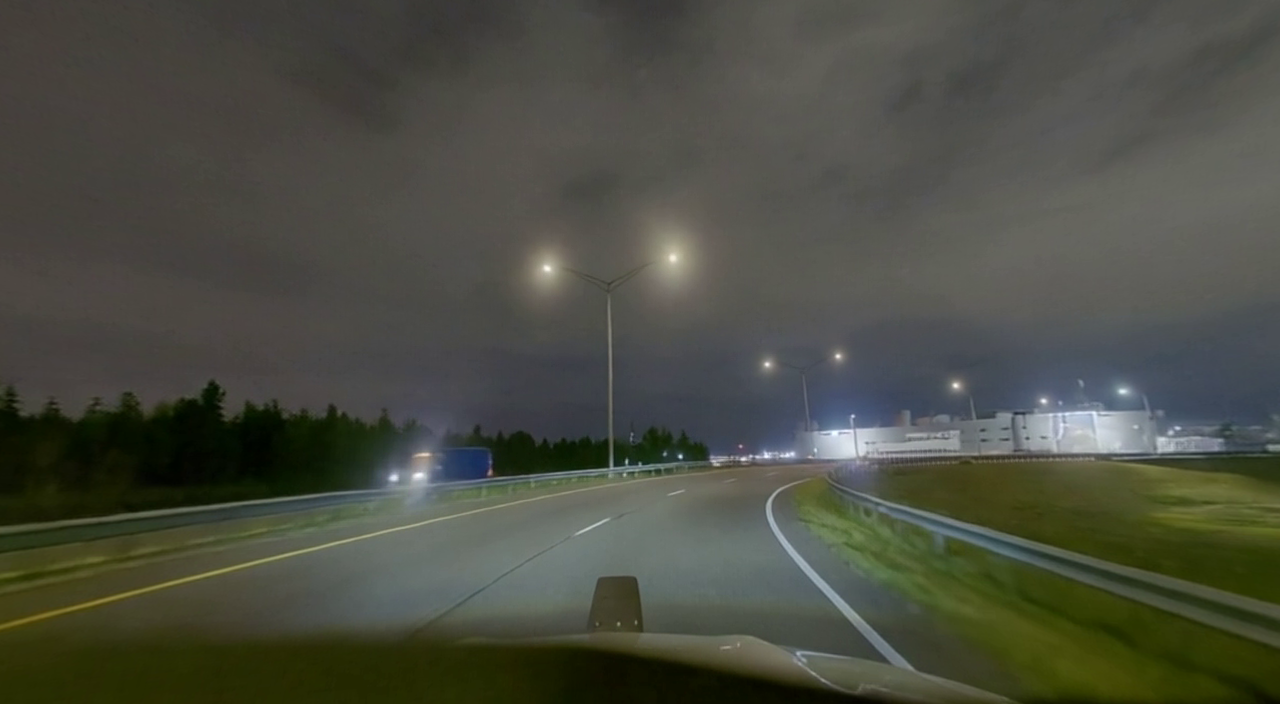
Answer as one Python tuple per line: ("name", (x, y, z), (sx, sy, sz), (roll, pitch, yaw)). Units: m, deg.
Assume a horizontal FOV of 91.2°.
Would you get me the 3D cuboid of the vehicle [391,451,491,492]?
("vehicle", (-8.915, 5.366, 28.597), (2.009, 1.707, 4.571), (-3, -9, 18))
